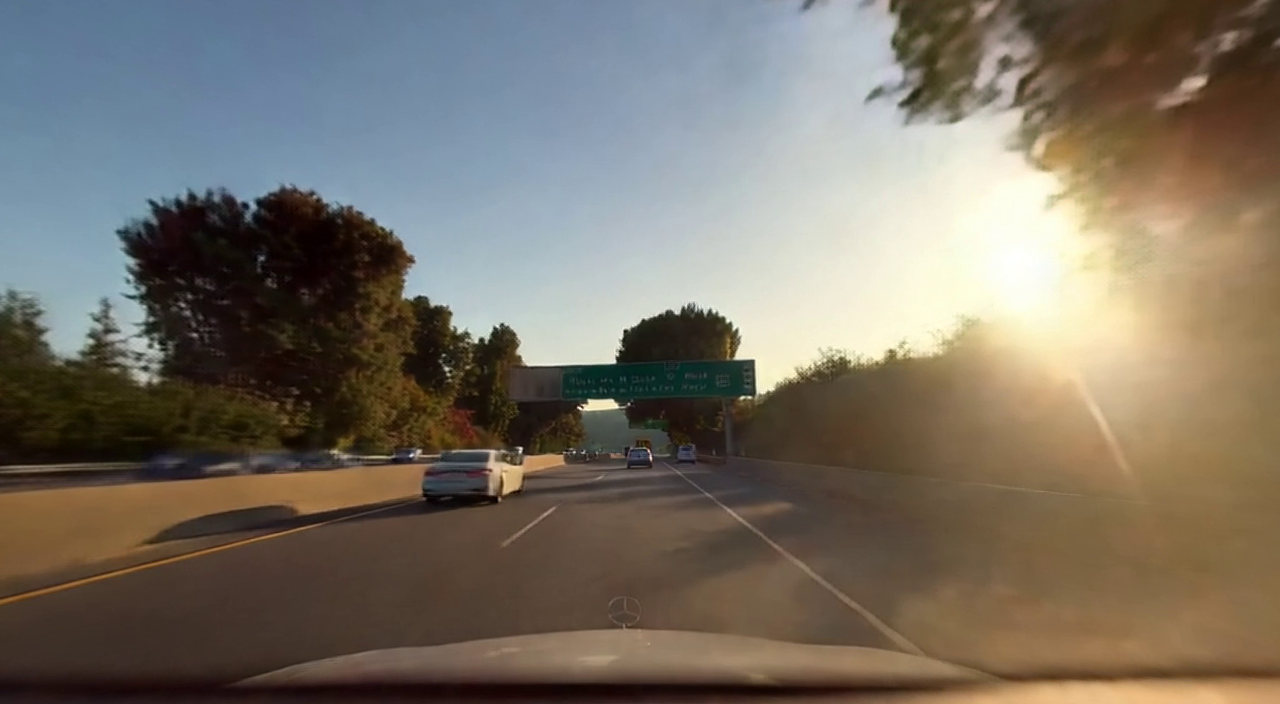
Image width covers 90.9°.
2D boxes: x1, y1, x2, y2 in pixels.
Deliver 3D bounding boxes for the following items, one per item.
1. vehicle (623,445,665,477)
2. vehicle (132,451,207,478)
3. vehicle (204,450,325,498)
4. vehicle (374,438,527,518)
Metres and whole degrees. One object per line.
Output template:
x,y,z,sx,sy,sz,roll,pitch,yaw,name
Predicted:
0.168,5.390,31.331,1.960,1.456,3.818,0,-9,0,vehicle
-27.452,6.576,36.900,1.736,1.475,3.535,0,-9,-2,vehicle
-12.685,4.115,21.587,1.787,1.447,3.776,0,-9,1,vehicle
-4.110,2.835,14.627,2.081,1.534,4.543,0,-9,1,vehicle
